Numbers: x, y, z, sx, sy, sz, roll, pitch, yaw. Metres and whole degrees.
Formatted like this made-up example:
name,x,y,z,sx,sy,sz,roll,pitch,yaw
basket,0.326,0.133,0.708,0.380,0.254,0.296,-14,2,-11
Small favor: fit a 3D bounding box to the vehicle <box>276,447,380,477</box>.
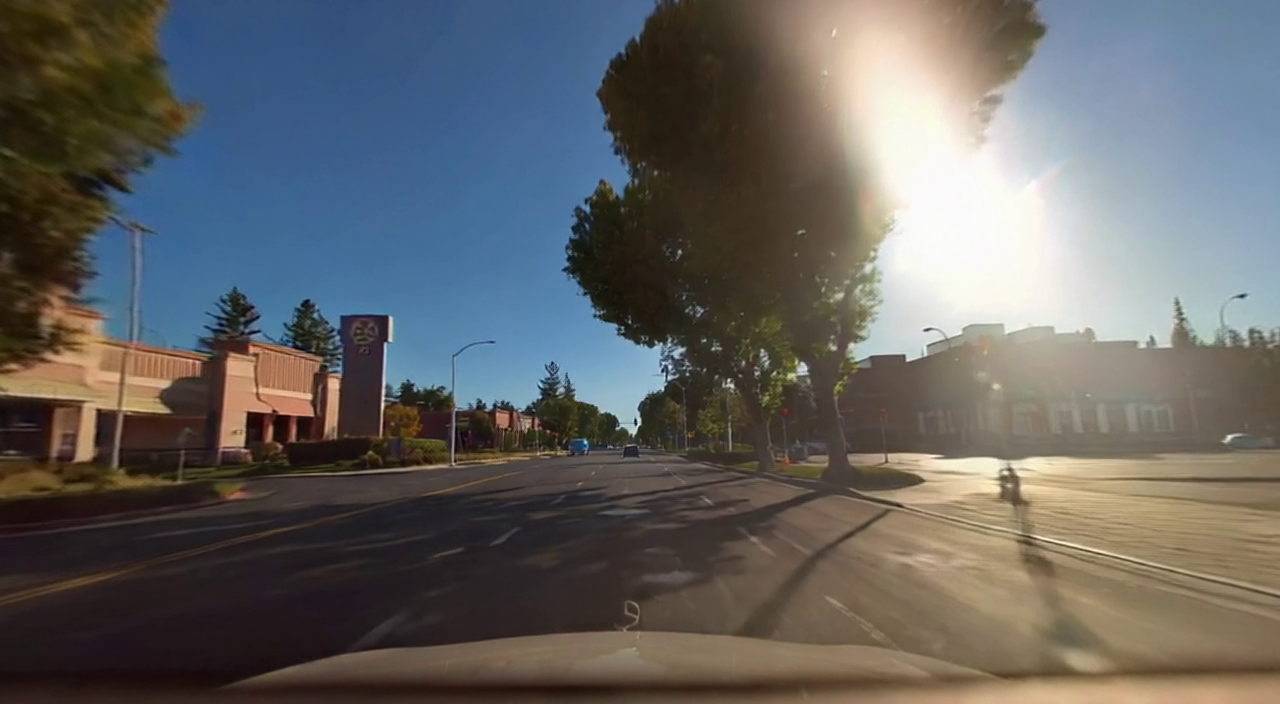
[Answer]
name,x,y,z,sx,sy,sz,roll,pitch,yaw
vehicle,-17.082,6.043,34.758,4.658,1.544,2.056,0,-8,1
